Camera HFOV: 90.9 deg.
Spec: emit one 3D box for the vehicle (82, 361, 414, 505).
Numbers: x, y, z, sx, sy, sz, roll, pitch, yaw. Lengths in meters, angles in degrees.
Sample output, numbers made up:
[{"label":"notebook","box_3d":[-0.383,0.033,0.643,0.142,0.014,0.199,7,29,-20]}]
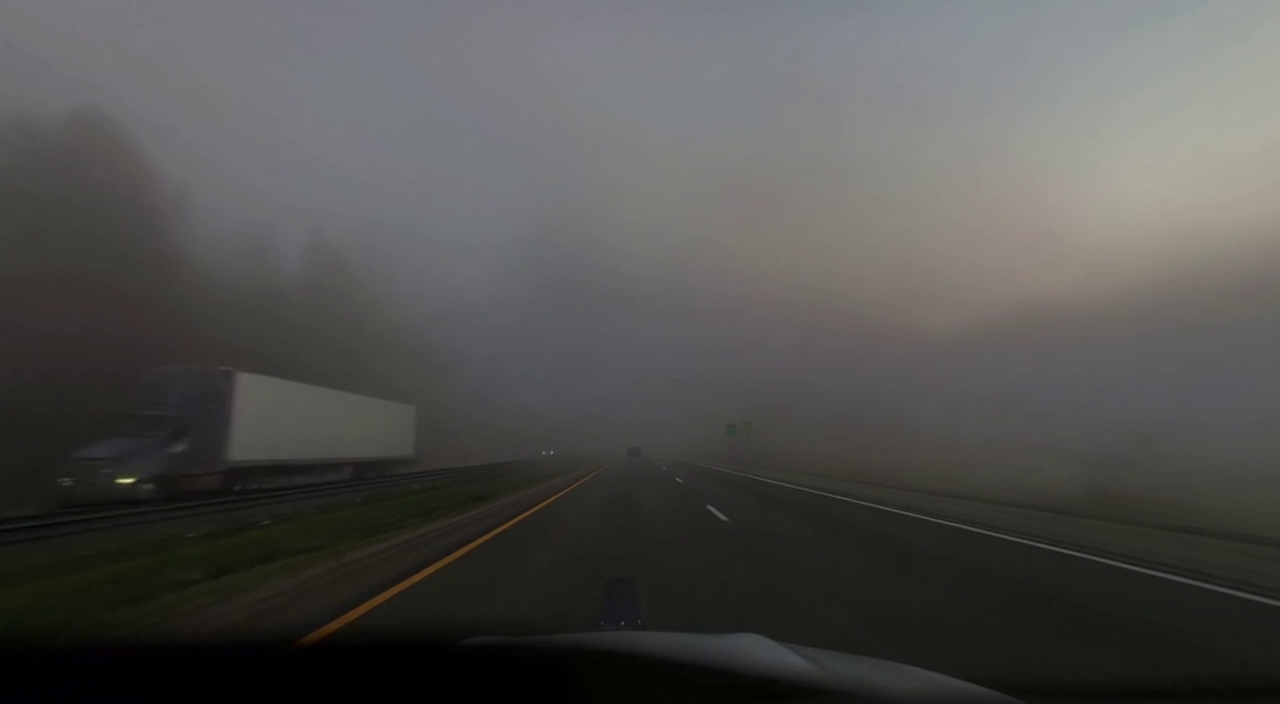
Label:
[{"label":"vehicle","box_3d":[-13.721,3.497,25.698,3.028,3.929,16.813,0,-9,-1]}]
